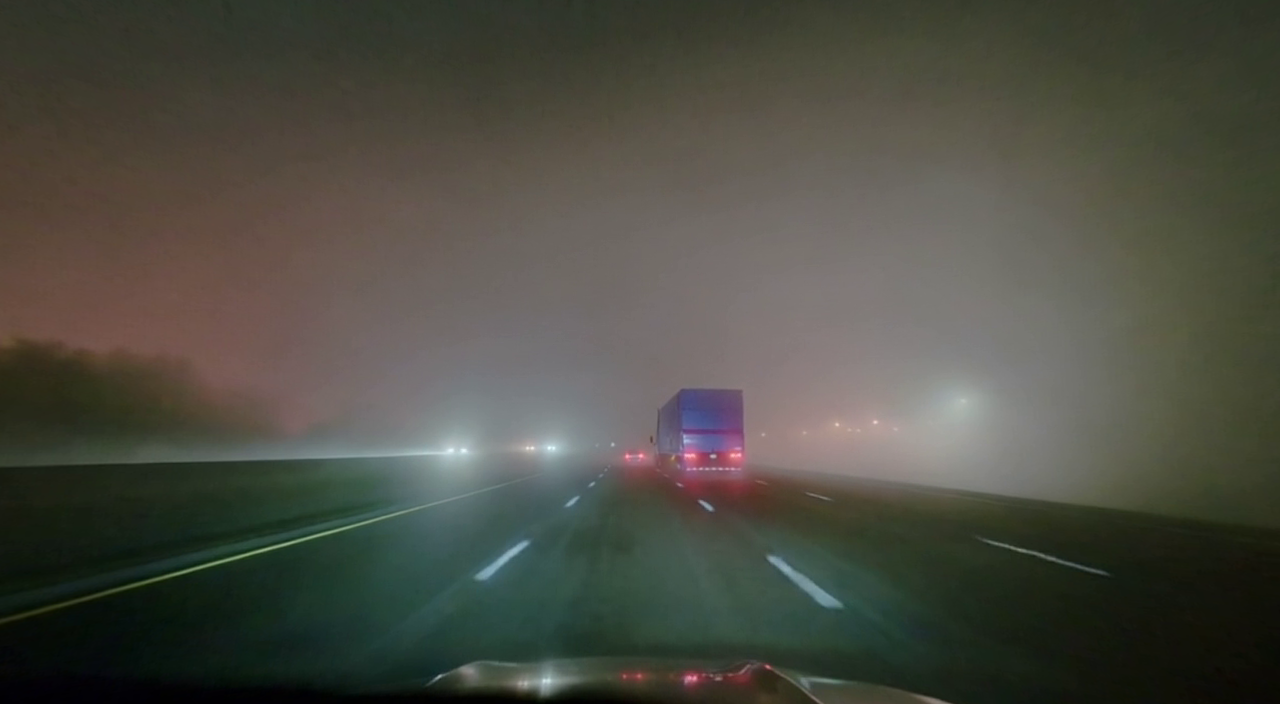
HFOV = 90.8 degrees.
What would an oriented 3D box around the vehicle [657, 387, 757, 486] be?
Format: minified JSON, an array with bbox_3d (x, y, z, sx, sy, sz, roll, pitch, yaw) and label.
[{"bbox_3d":[3.080,4.806,35.010,3.462,4.177,16.311,0,-9,-1],"label":"vehicle"}]
